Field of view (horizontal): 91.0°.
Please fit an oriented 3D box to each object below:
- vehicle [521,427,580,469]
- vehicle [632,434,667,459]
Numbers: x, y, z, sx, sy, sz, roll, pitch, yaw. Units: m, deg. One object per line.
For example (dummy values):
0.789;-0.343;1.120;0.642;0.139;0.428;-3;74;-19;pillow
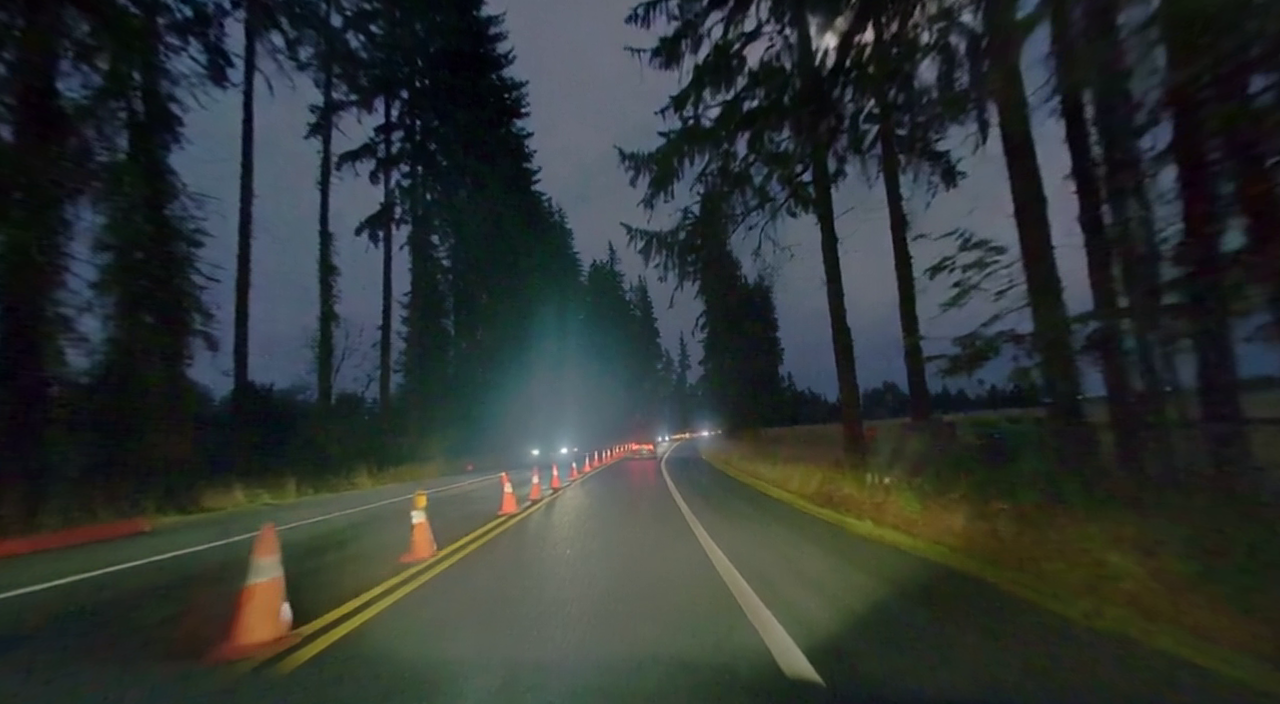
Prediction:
-4.343;4.760;31.253;2.079;1.880;4.493;-1;-9;2;vehicle
0.640;6.108;40.524;2.042;1.489;3.963;-1;-9;3;vehicle
